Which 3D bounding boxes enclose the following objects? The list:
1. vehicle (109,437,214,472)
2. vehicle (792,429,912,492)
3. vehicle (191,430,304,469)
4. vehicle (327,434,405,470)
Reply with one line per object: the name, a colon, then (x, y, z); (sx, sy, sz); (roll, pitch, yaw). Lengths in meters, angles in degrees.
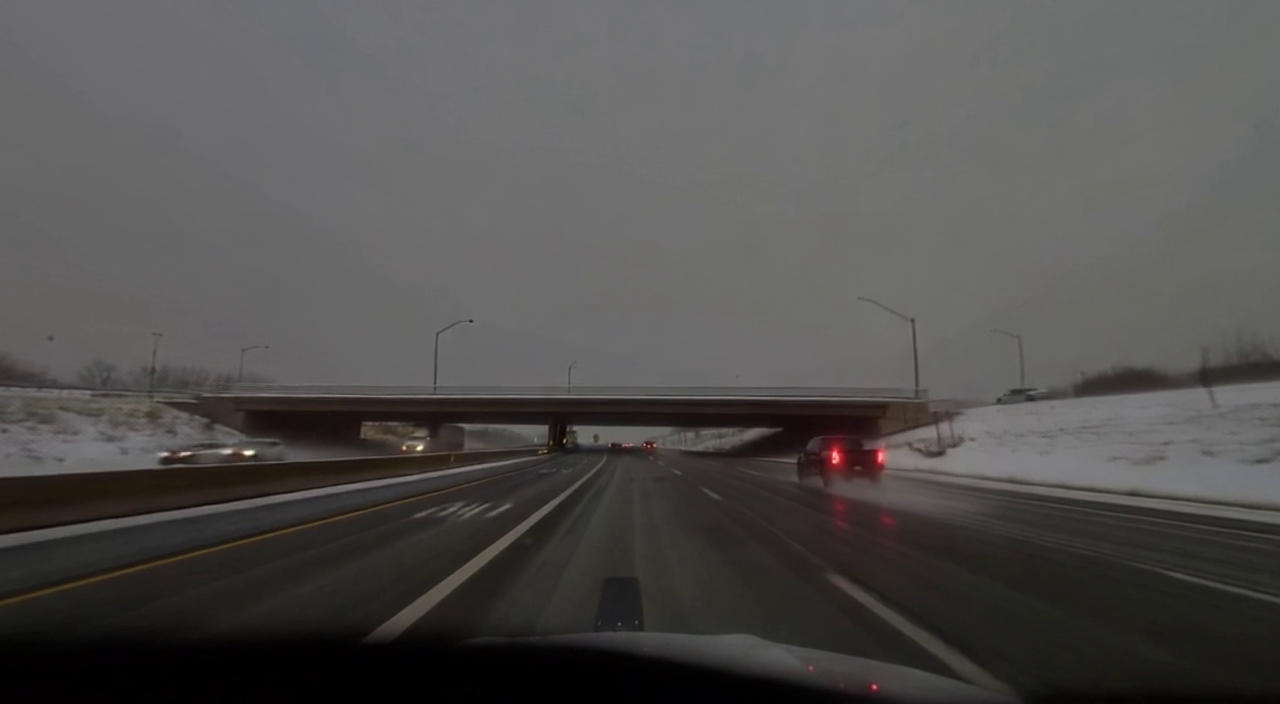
vehicle: (-26.359, 5.644, 35.032); (2.035, 1.768, 4.852); (0, -9, -1)
vehicle: (6.446, 3.352, 19.865); (2.104, 1.723, 4.538); (0, -9, -2)
vehicle: (-22.582, 5.660, 36.768); (2.733, 2.089, 6.229); (0, -9, -2)
vehicle: (-14.447, 5.302, 33.613); (2.078, 1.773, 4.681); (0, -9, -1)
